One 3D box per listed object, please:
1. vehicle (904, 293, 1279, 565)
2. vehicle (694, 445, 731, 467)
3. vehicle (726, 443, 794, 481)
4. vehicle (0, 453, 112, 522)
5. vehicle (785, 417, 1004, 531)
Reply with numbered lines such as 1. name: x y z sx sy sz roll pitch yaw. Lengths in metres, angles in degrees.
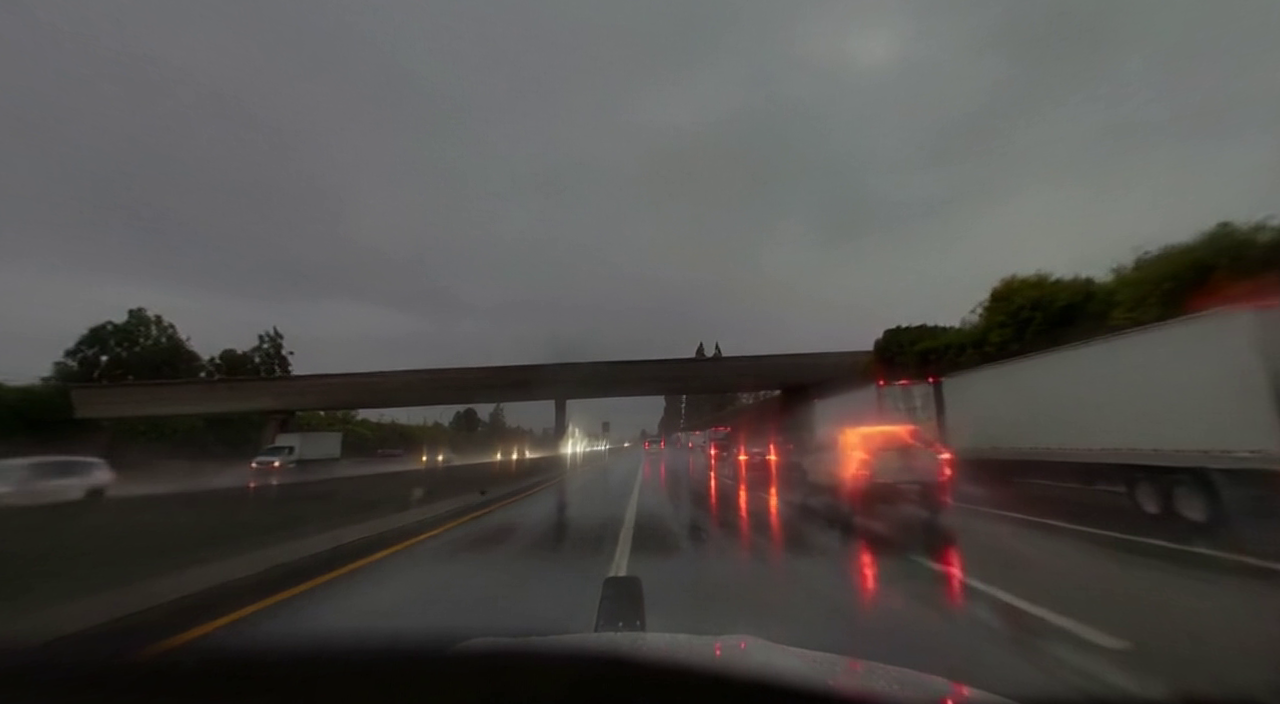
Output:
1. vehicle: 8.876 1.607 12.165 2.782 3.144 11.091 0 -8 0
2. vehicle: 5.036 7.262 44.148 1.987 1.448 4.356 0 -8 -1
3. vehicle: 5.084 4.711 27.470 1.959 1.483 5.135 0 -8 0
4. vehicle: -15.723 3.286 15.440 1.855 1.550 4.300 0 -8 1
5. vehicle: 4.637 2.303 12.562 2.201 1.804 4.801 0 -9 -2
